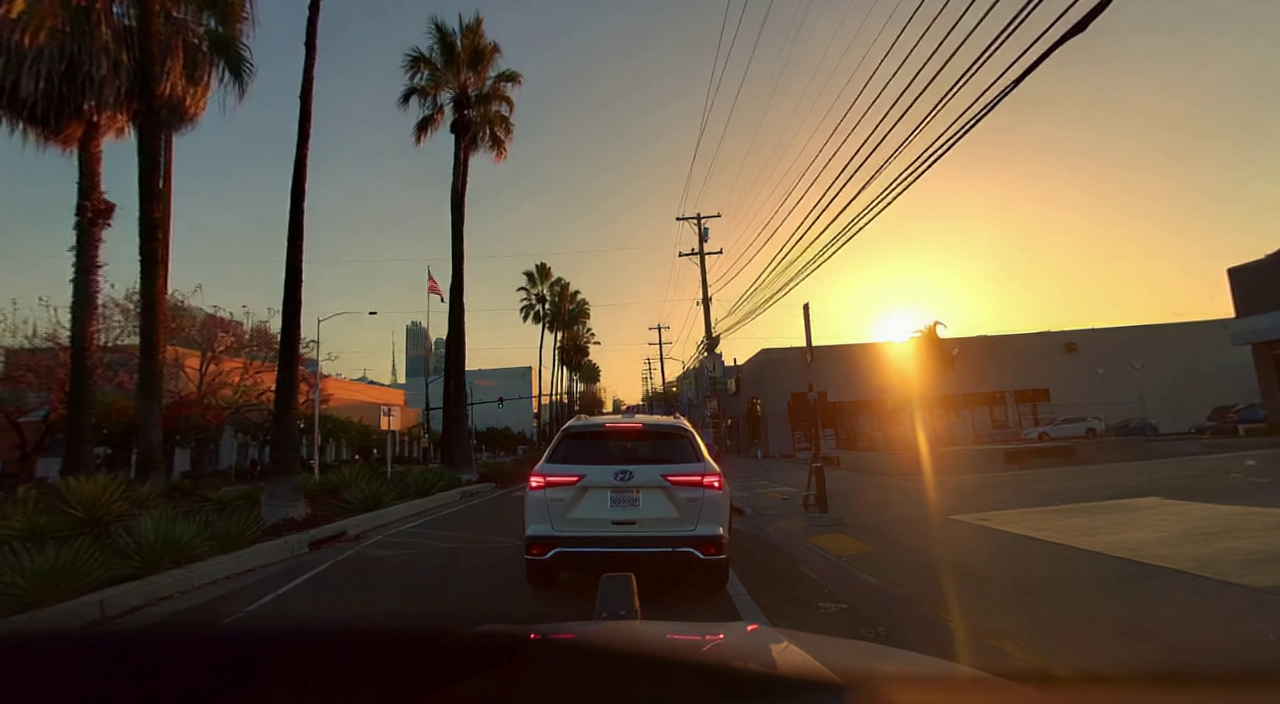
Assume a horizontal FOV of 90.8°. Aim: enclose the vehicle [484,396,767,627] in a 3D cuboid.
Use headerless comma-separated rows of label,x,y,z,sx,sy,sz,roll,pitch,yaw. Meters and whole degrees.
vehicle,-0.192,1.457,6.677,2.105,1.702,3.750,0,-8,-3
